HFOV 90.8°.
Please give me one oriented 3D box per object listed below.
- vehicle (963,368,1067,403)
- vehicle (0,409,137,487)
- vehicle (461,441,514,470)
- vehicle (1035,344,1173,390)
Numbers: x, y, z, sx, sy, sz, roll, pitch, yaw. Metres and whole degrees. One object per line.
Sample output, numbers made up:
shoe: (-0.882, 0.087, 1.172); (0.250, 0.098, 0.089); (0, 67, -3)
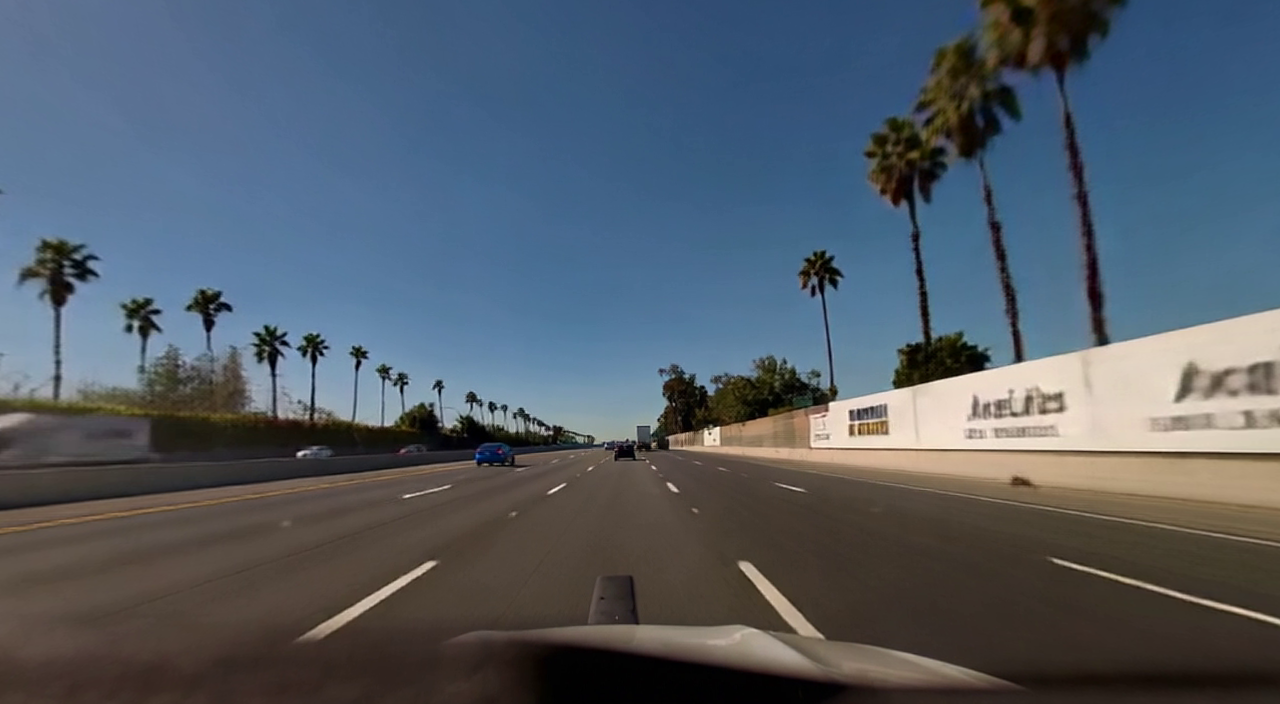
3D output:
vehicle: (16.788, 1.518, 28.408); (3.548, 1.362, 1.745); (-1, -9, 1)
vehicle: (-25.923, 4.147, 27.446); (2.722, 2.976, 6.441); (0, -9, -1)
vehicle: (-8.668, 5.921, 36.304); (1.971, 1.552, 4.465); (0, -9, -1)
vehicle: (17.040, 0.589, 23.343); (3.587, 1.458, 1.870); (0, -8, 1)
